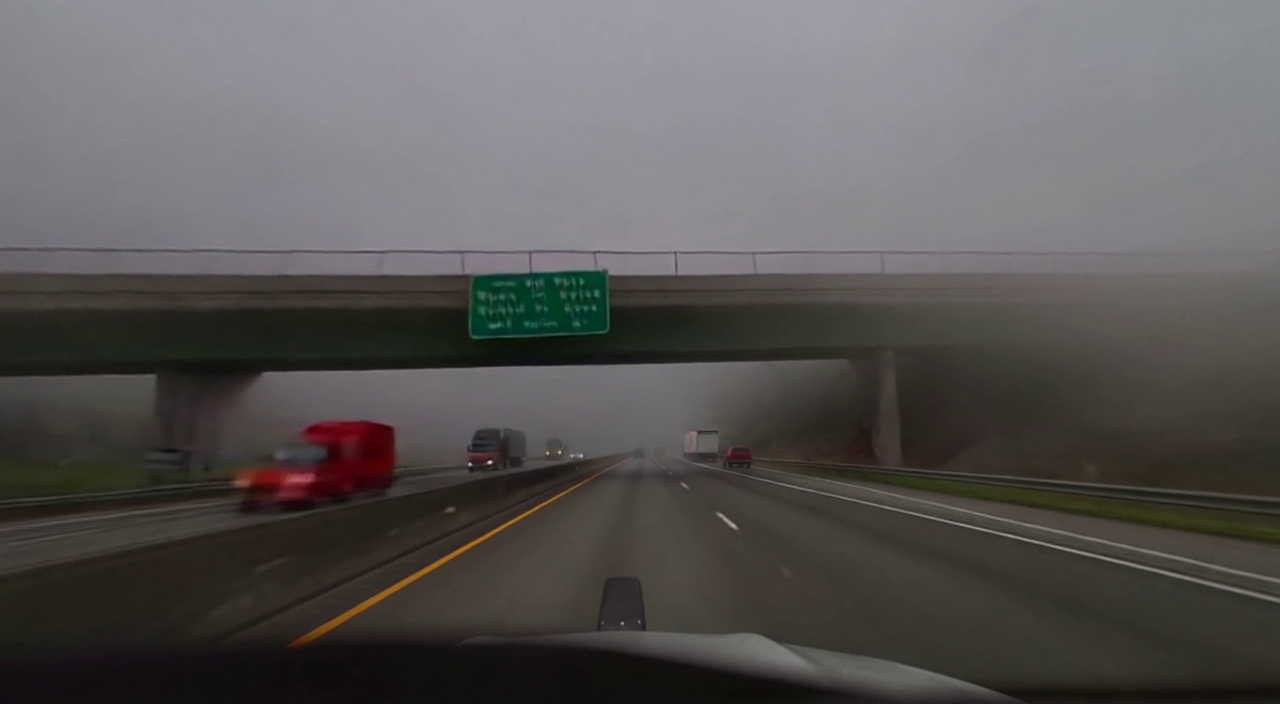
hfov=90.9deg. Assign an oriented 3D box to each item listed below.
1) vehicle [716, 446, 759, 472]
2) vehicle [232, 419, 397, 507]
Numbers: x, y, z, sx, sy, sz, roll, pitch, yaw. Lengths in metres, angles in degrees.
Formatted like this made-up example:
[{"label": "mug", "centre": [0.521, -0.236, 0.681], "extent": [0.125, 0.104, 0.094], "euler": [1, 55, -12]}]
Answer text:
[{"label": "vehicle", "centre": [5.917, 6.583, 38.818], "extent": [1.987, 1.473, 4.244], "euler": [0, -9, 1]}, {"label": "vehicle", "centre": [-10.540, 3.665, 21.168], "extent": [2.275, 2.523, 5.746], "euler": [0, -9, 2]}]
